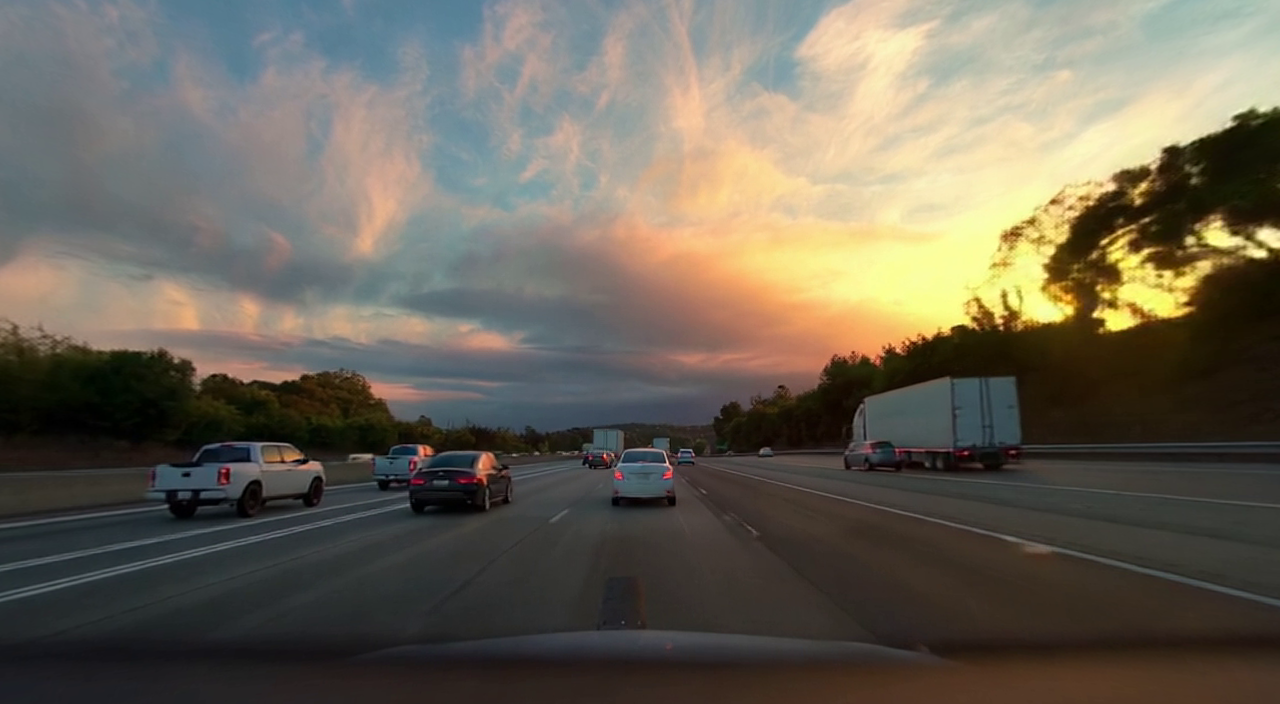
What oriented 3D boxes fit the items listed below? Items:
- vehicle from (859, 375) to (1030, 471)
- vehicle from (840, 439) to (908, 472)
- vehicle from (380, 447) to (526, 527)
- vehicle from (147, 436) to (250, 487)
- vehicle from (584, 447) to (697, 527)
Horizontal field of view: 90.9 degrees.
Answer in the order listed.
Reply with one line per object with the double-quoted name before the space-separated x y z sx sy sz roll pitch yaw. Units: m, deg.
"vehicle" 15.192 4.002 33.286 2.825 4.085 12.815 0 -9 1
"vehicle" 11.568 5.131 31.411 1.892 1.504 4.000 0 -9 1
"vehicle" -3.986 2.940 14.319 1.929 1.509 4.331 0 -9 1
"vehicle" -31.715 7.852 45.600 2.761 3.380 5.944 -1 -9 3
"vehicle" 0.026 2.781 13.524 2.057 1.449 3.931 0 -9 1
